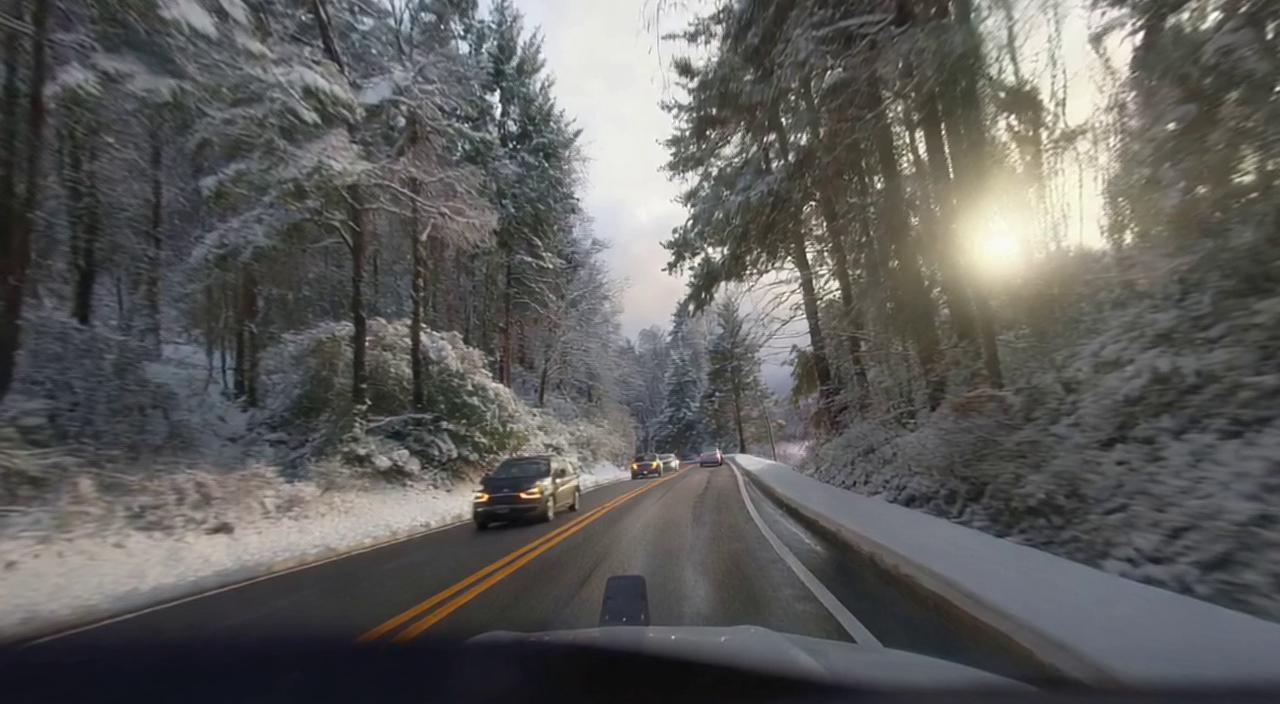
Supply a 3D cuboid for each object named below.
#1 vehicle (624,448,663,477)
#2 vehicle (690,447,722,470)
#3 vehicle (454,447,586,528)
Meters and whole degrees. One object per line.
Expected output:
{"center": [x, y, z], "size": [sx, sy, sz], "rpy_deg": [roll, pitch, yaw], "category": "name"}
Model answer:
{"center": [0.328, 7.697, 44.185], "size": [2.170, 1.872, 4.643], "rpy_deg": [-1, -8, 7], "category": "vehicle"}
{"center": [4.603, 7.355, 43.879], "size": [2.120, 1.491, 4.349], "rpy_deg": [0, -9, 6], "category": "vehicle"}
{"center": [-2.935, 3.401, 16.563], "size": [2.214, 1.782, 4.289], "rpy_deg": [0, -9, 6], "category": "vehicle"}
